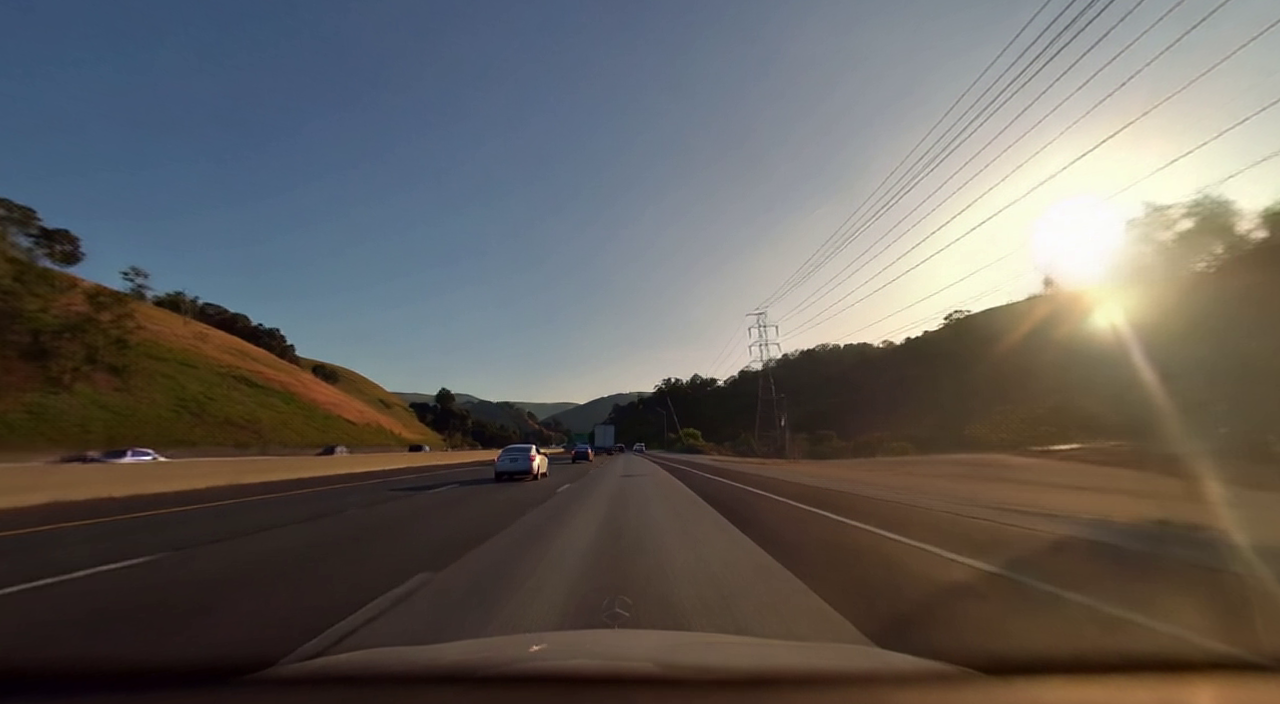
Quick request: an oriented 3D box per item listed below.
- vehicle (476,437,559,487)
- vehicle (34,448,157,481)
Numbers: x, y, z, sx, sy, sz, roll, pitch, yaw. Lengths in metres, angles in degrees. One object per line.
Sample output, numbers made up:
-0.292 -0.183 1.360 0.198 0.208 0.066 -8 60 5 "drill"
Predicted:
-4.147 3.799 22.126 1.963 1.533 4.477 0 -8 0 "vehicle"
-26.208 5.405 30.655 1.841 1.449 4.570 0 -8 1 "vehicle"
